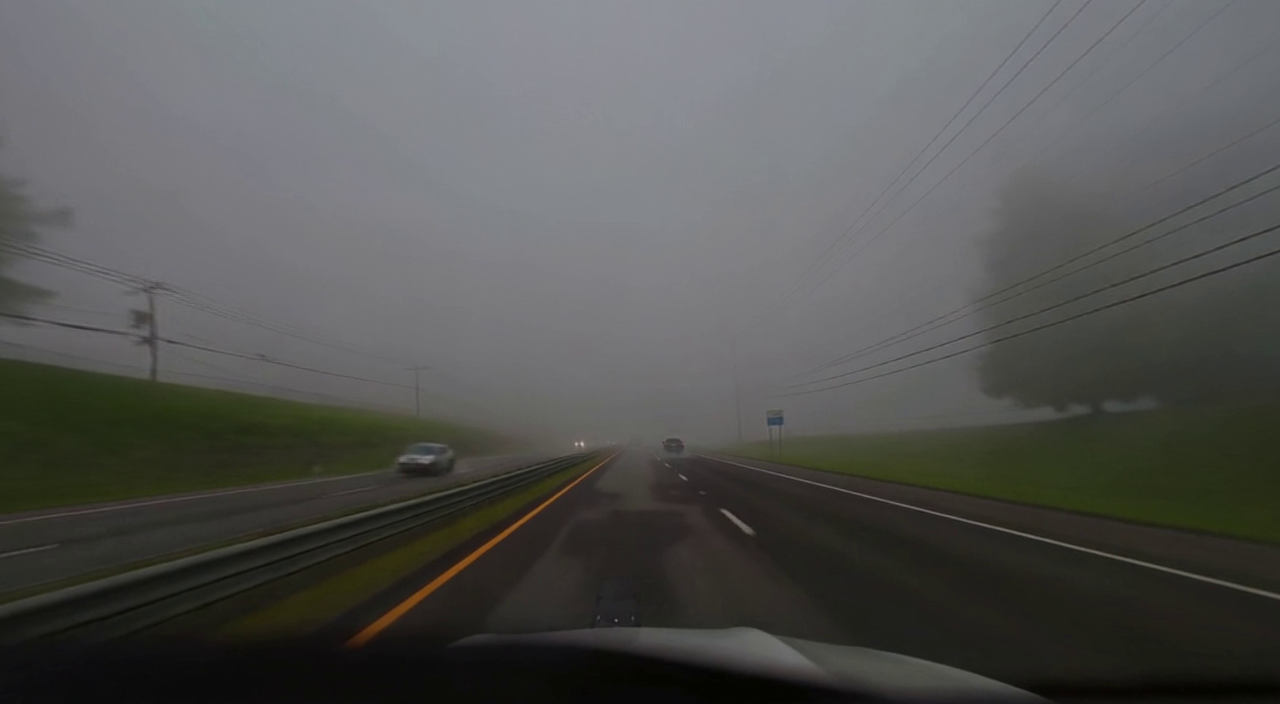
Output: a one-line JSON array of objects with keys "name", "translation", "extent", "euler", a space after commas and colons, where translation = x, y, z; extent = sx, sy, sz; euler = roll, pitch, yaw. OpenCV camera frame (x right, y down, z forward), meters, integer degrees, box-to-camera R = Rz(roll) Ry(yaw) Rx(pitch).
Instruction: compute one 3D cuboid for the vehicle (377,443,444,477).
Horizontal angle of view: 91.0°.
[{"name": "vehicle", "translation": [-11.407, 5.353, 31.556], "extent": [1.891, 1.550, 3.836], "euler": [-1, -8, 0]}]
